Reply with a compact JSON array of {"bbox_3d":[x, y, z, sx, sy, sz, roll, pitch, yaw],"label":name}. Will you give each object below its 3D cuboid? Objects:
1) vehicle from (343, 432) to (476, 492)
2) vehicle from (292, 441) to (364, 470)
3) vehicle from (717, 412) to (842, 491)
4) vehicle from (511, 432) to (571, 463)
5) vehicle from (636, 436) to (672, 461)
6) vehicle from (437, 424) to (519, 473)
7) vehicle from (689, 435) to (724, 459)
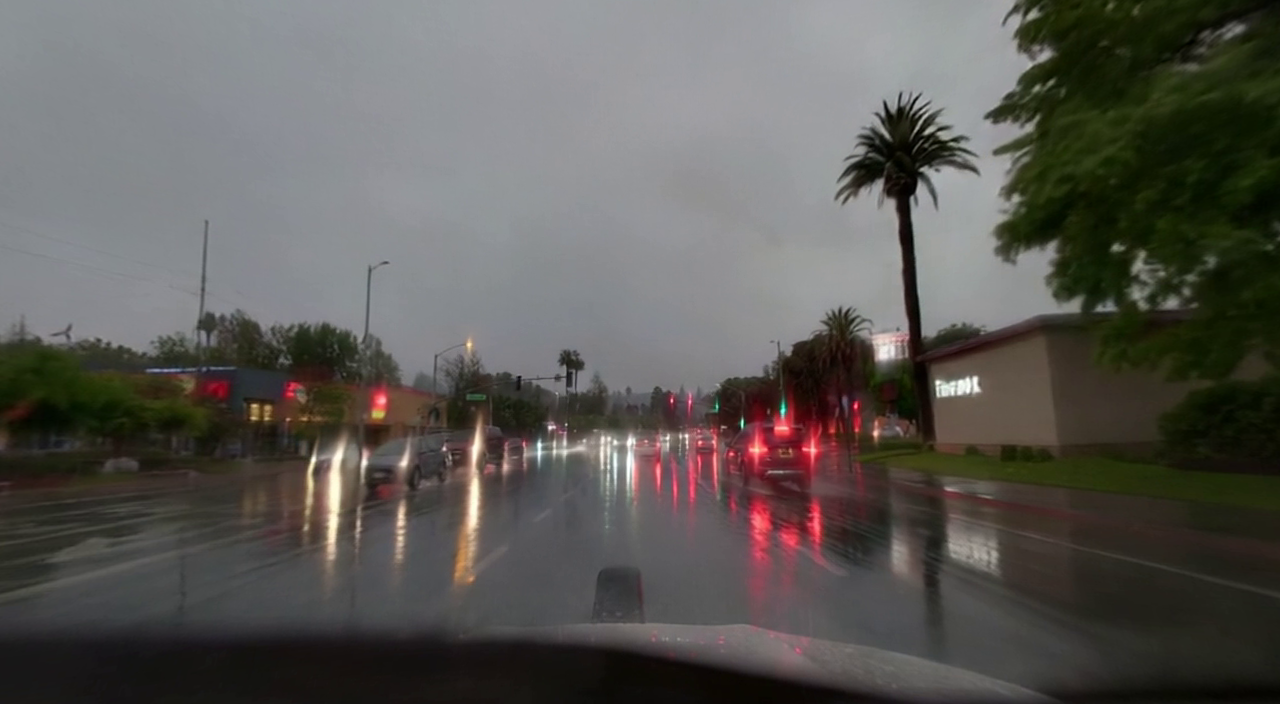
[{"bbox_3d":[-6.444,3.137,18.420,1.935,1.483,4.973,0,-8,1],"label":"vehicle"},{"bbox_3d":[-19.685,6.545,40.088,1.978,1.693,4.463,-1,-8,6],"label":"vehicle"},{"bbox_3d":[3.752,2.818,18.152,2.267,1.931,5.145,0,-8,-2],"label":"vehicle"},{"bbox_3d":[-5.794,5.663,37.546,2.088,1.746,4.650,-2,-8,10],"label":"vehicle"},{"bbox_3d":[0.924,6.049,39.782,2.057,1.492,3.825,-1,-8,4],"label":"vehicle"},{"bbox_3d":[-6.819,4.122,27.173,2.127,1.888,4.637,-1,-8,2],"label":"vehicle"},{"bbox_3d":[4.506,6.503,43.430,2.149,1.532,4.168,-1,-8,2],"label":"vehicle"}]
